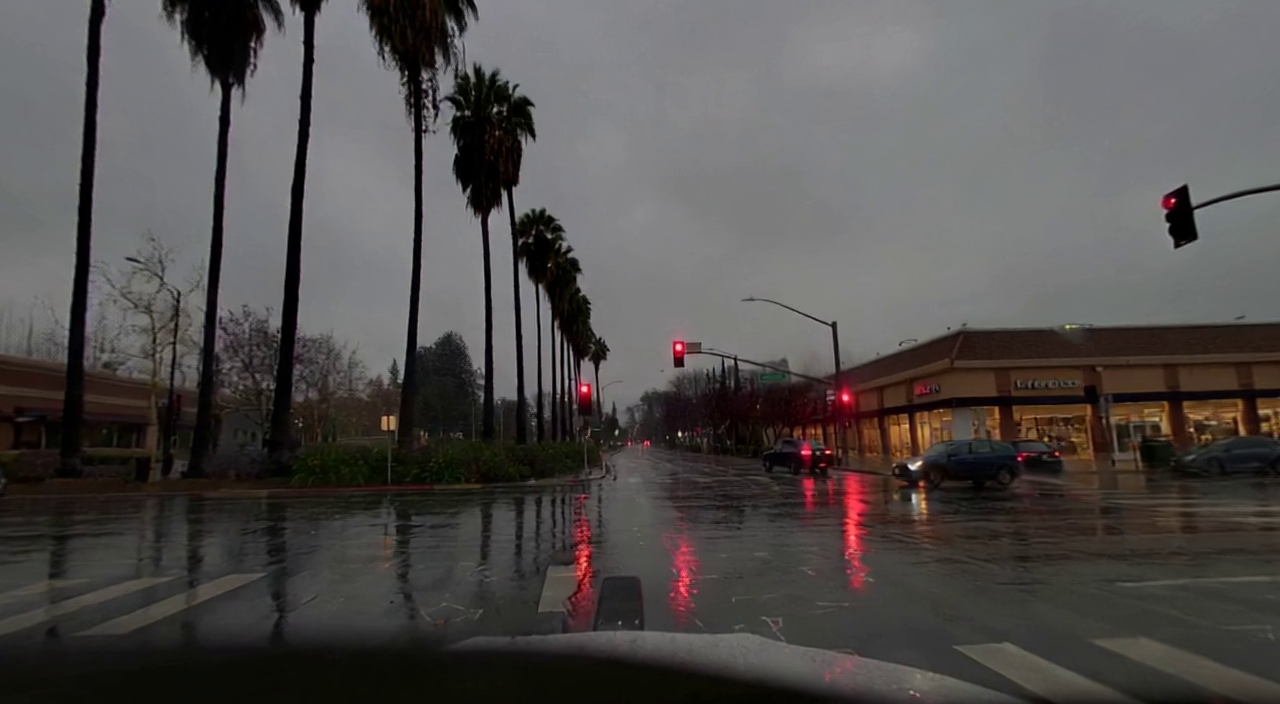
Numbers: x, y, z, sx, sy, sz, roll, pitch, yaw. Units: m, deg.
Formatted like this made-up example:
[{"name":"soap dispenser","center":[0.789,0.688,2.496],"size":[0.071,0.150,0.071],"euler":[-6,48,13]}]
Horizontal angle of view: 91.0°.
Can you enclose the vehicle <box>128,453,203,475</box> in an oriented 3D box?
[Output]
[{"name":"vehicle","center":[-37.199,8.799,49.558],"size":[2.160,1.565,4.868],"euler":[0,-8,-1]}]

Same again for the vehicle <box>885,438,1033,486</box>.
[{"name":"vehicle","center":[10.724,3.699,21.348],"size":[4.035,1.512,1.828],"euler":[1,-9,-6]}]

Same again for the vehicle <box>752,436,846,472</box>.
[{"name":"vehicle","center":[7.902,5.115,31.748],"size":[1.867,1.653,4.596],"euler":[5,-10,-30]}]

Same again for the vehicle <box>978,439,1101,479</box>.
[{"name":"vehicle","center":[16.575,4.431,26.318],"size":[3.826,1.572,1.890],"euler":[-2,-9,13]}]
